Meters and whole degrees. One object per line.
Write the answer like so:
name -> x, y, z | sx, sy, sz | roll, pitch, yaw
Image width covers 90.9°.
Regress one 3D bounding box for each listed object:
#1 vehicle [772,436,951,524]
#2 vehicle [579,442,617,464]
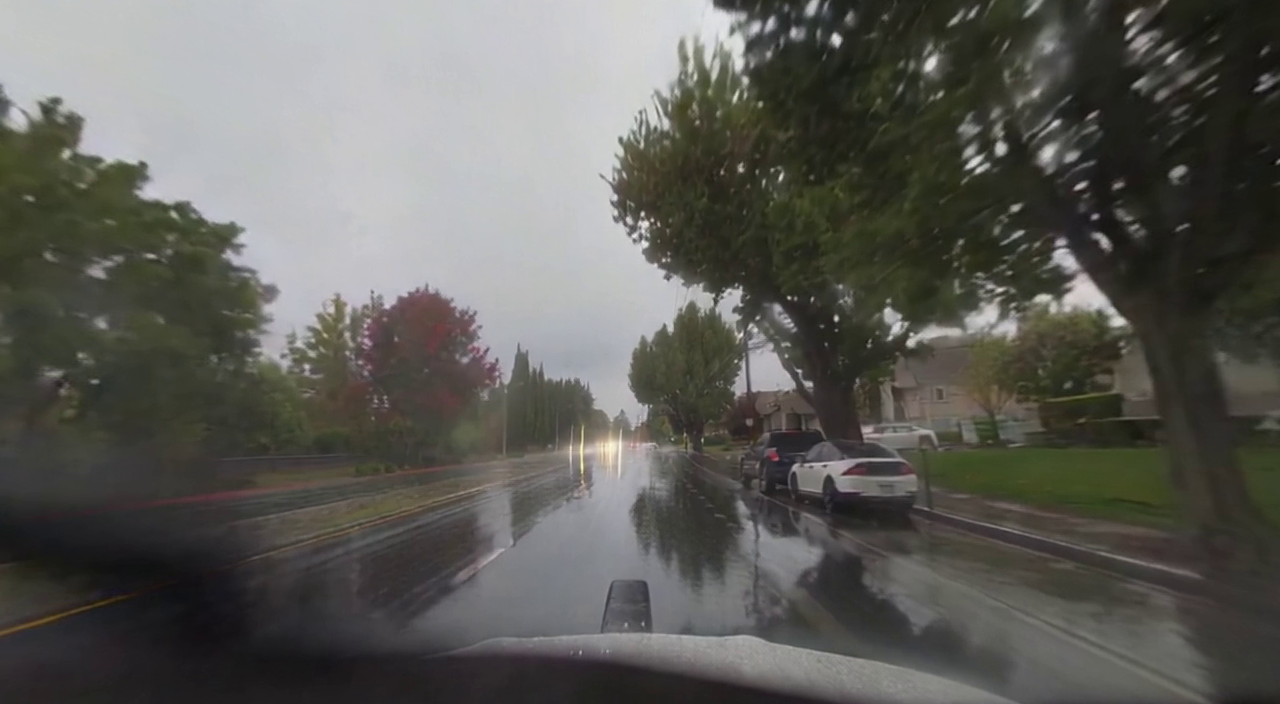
vehicle -> 4.416, 2.618, 13.555 | 2.241, 1.536, 4.682 | 0, -9, 1
vehicle -> -2.847, 6.970, 43.677 | 2.084, 1.466, 4.522 | -1, -9, 3
